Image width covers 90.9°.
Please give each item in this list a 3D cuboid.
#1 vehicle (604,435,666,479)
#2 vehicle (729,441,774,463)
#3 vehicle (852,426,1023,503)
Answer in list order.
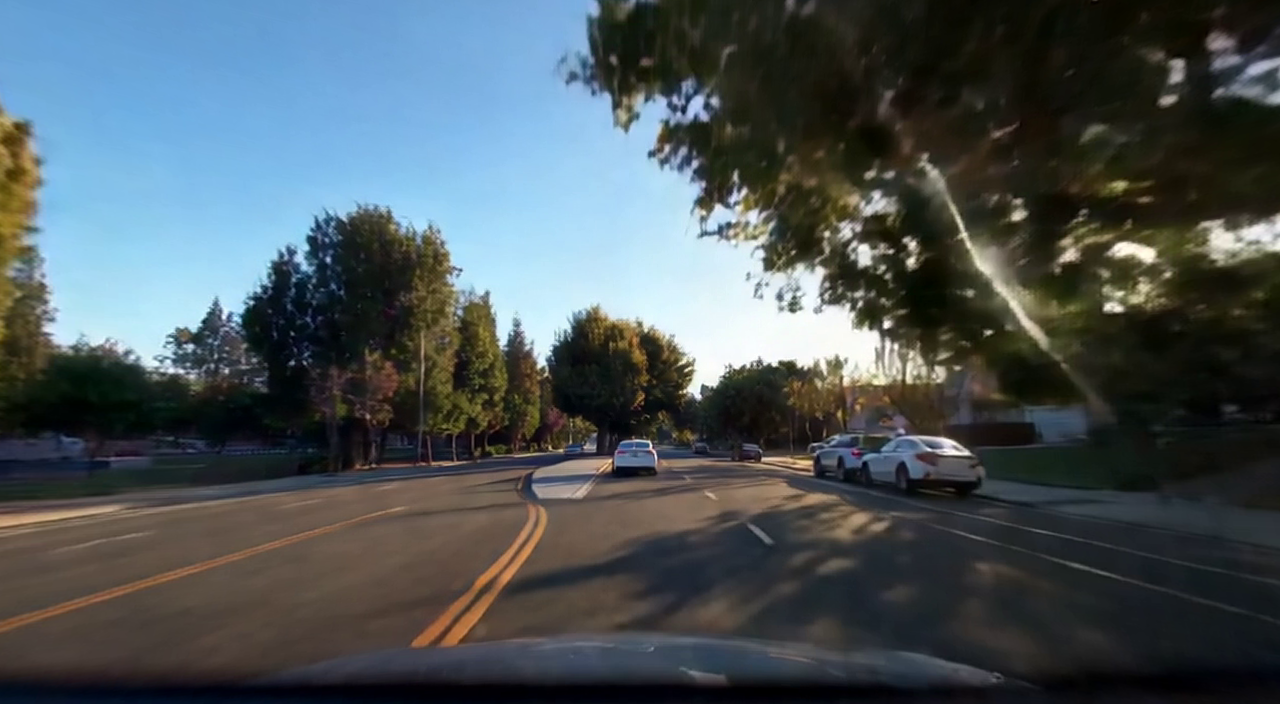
[{"bbox_3d":[-0.205,3.890,23.563,2.099,1.470,4.302,0,-8,-1],"label":"vehicle"},{"bbox_3d":[7.816,7.058,44.711,2.131,1.474,4.752,0,-8,-2],"label":"vehicle"},{"bbox_3d":[7.972,3.051,17.624,2.185,1.818,5.038,1,-8,-2],"label":"vehicle"}]
